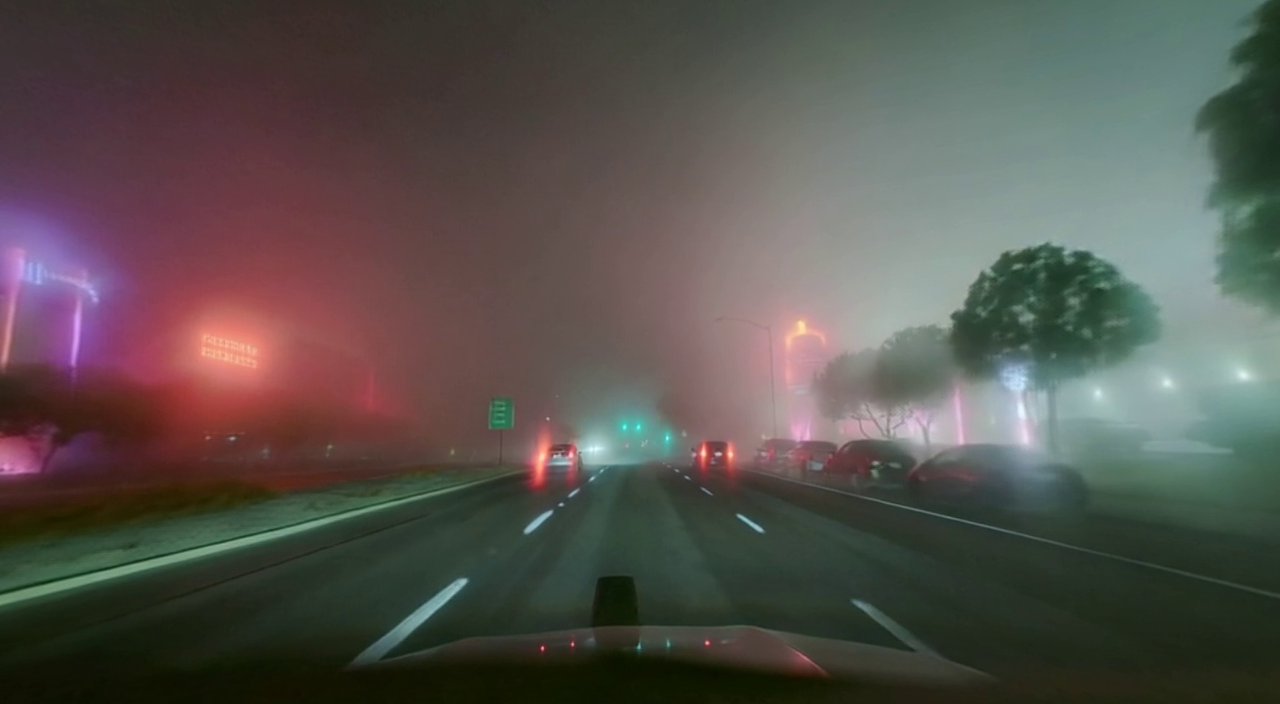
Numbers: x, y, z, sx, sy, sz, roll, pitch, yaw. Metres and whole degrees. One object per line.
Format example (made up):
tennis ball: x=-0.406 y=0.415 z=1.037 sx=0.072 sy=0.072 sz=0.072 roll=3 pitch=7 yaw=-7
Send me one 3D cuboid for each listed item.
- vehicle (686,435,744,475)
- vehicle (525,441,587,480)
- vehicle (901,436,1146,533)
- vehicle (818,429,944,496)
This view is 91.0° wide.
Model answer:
vehicle: x=3.441 y=4.843 z=29.821 sx=2.083 sy=1.743 sz=4.354 roll=0 pitch=-8 yaw=-2
vehicle: x=-3.380 y=4.428 z=26.107 sx=2.005 sy=1.477 sz=4.169 roll=0 pitch=-8 yaw=0
vehicle: x=6.916 y=2.401 z=12.132 sx=1.876 sy=1.478 sz=4.670 roll=0 pitch=-8 yaw=1
vehicle: x=6.992 y=3.246 z=18.849 sx=2.039 sy=1.749 sz=4.193 roll=0 pitch=-8 yaw=-1
